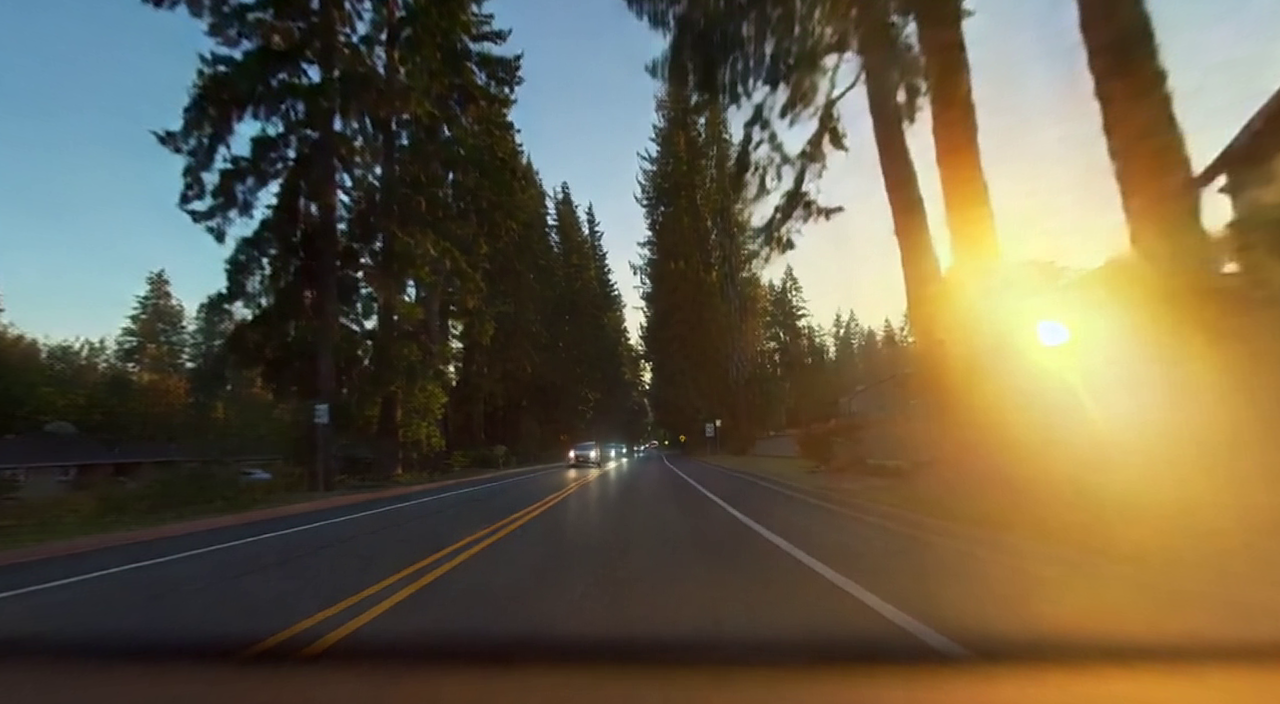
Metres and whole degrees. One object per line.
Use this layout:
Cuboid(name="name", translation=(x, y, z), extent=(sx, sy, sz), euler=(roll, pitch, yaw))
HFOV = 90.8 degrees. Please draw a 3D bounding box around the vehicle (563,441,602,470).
Cuboid(name="vehicle", translation=(-3.703, 6.694, 41.174), extent=(1.984, 1.705, 4.346), euler=(-1, -8, 2))
